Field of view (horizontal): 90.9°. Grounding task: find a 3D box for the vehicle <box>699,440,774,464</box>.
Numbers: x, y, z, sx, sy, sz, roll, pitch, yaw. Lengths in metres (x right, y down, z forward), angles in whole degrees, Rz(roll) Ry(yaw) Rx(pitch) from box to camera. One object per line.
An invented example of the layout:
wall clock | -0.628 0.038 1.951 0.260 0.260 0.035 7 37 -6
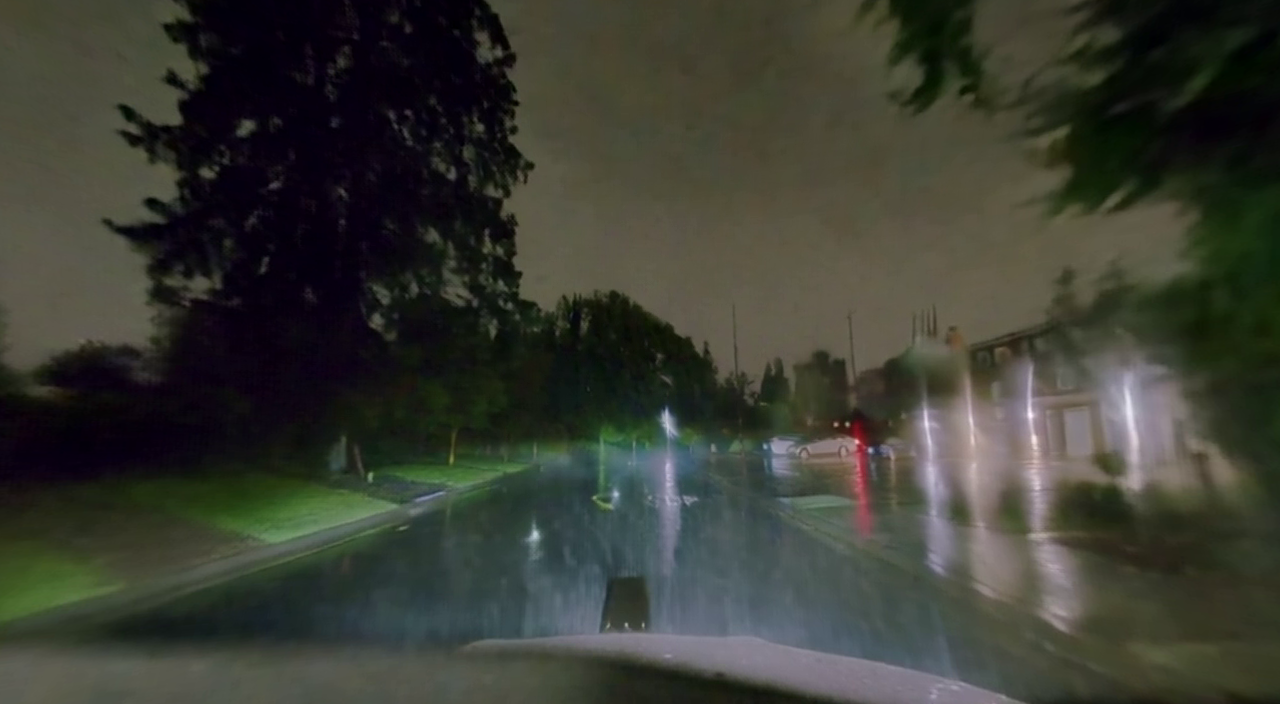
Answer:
vehicle | 5.816 6.080 38.315 4.229 1.402 1.811 0 -8 0

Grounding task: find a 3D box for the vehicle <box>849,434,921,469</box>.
vehicle | 11.546 4.619 29.501 2.004 1.511 4.494 -6 -10 35

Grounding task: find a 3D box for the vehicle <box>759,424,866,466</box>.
vehicle | 9.650 5.203 35.576 5.239 1.933 2.131 -4 -6 -3
